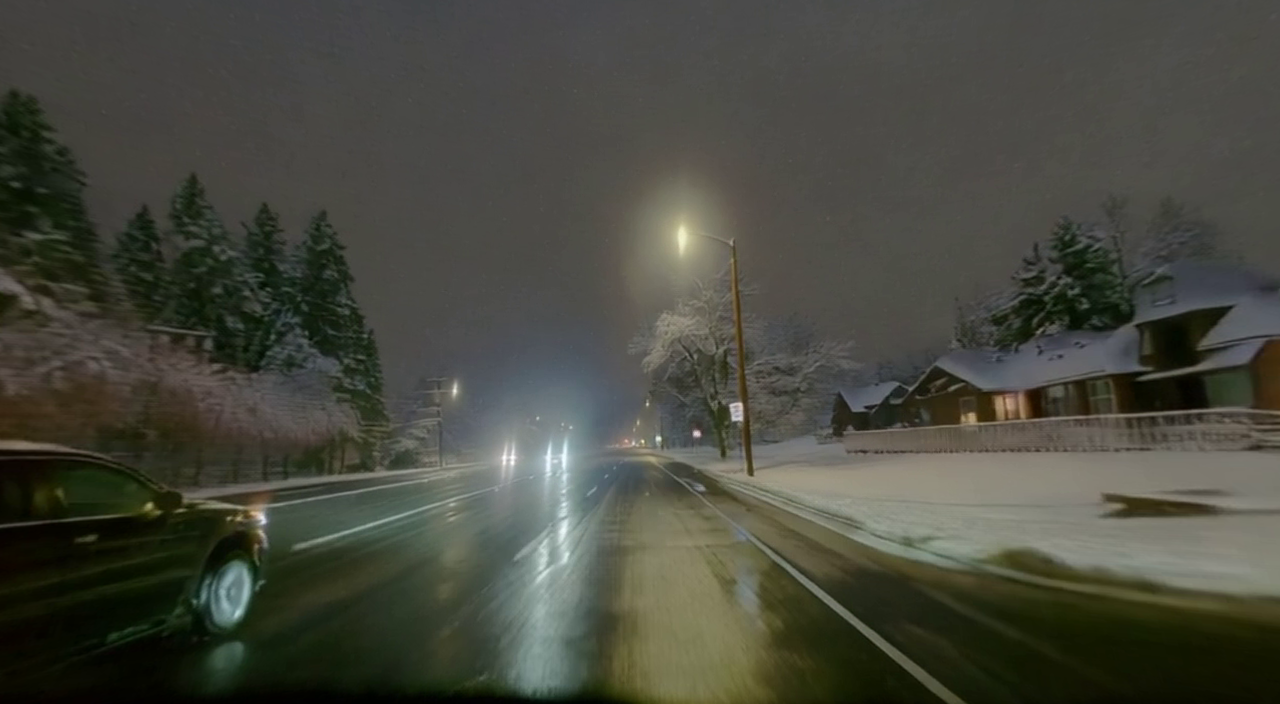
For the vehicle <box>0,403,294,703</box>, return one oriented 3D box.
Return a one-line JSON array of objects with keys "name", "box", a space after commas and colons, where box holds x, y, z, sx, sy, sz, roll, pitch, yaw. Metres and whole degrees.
[{"name": "vehicle", "box": [-3.314, 0.845, 1.675, 2.020, 1.478, 4.890, 0, -8, 0]}]
